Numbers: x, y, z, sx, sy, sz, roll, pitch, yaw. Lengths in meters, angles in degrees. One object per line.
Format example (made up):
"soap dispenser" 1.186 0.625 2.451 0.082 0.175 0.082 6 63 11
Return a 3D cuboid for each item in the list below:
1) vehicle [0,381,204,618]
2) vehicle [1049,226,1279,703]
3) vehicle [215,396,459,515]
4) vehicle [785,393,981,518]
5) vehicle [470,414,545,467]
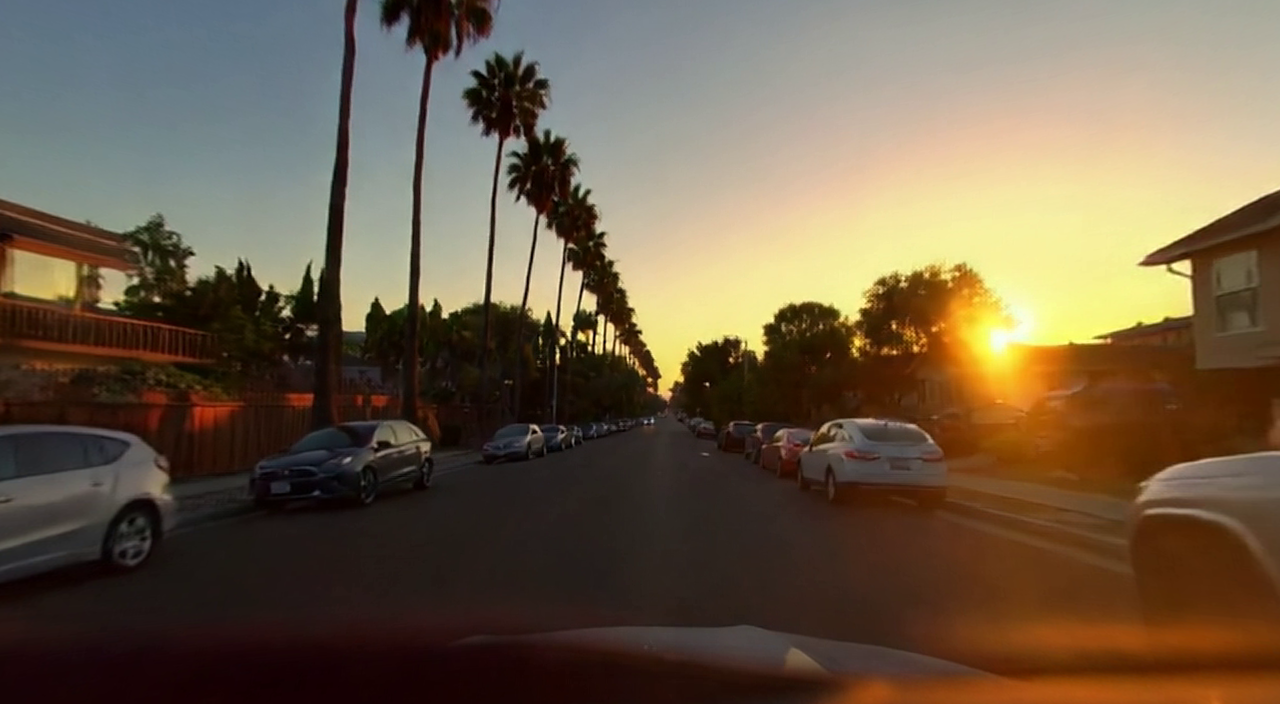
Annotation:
"vehicle" -5.536 1.085 4.686 1.816 1.697 3.777 0 -8 1
"vehicle" 4.027 0.410 1.073 2.649 2.232 6.576 4 -8 3
"vehicle" -5.430 1.969 12.386 2.020 1.819 5.168 0 -8 3
"vehicle" 4.271 1.928 12.100 1.964 1.889 4.708 0 -8 1
"vehicle" -5.063 3.449 24.654 1.947 1.803 4.381 -2 -8 1
